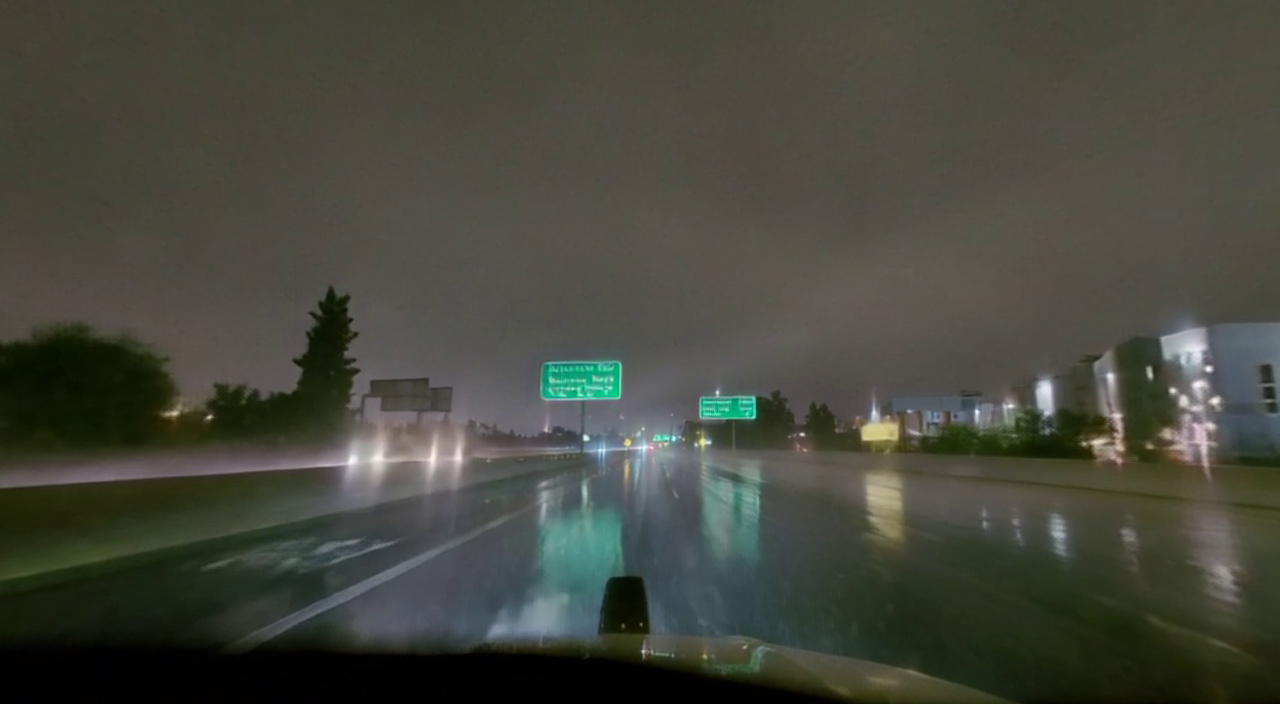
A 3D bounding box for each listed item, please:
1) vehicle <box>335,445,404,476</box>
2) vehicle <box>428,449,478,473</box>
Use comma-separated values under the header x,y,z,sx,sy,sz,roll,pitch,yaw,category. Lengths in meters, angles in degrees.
x,y,z,sx,sy,sz,roll,pitch,yaw,category
-16.560,6.643,38.860,2.012,1.768,4.615,-1,-9,2,vehicle
-12.315,7.201,41.844,1.870,1.451,4.490,0,-9,1,vehicle
